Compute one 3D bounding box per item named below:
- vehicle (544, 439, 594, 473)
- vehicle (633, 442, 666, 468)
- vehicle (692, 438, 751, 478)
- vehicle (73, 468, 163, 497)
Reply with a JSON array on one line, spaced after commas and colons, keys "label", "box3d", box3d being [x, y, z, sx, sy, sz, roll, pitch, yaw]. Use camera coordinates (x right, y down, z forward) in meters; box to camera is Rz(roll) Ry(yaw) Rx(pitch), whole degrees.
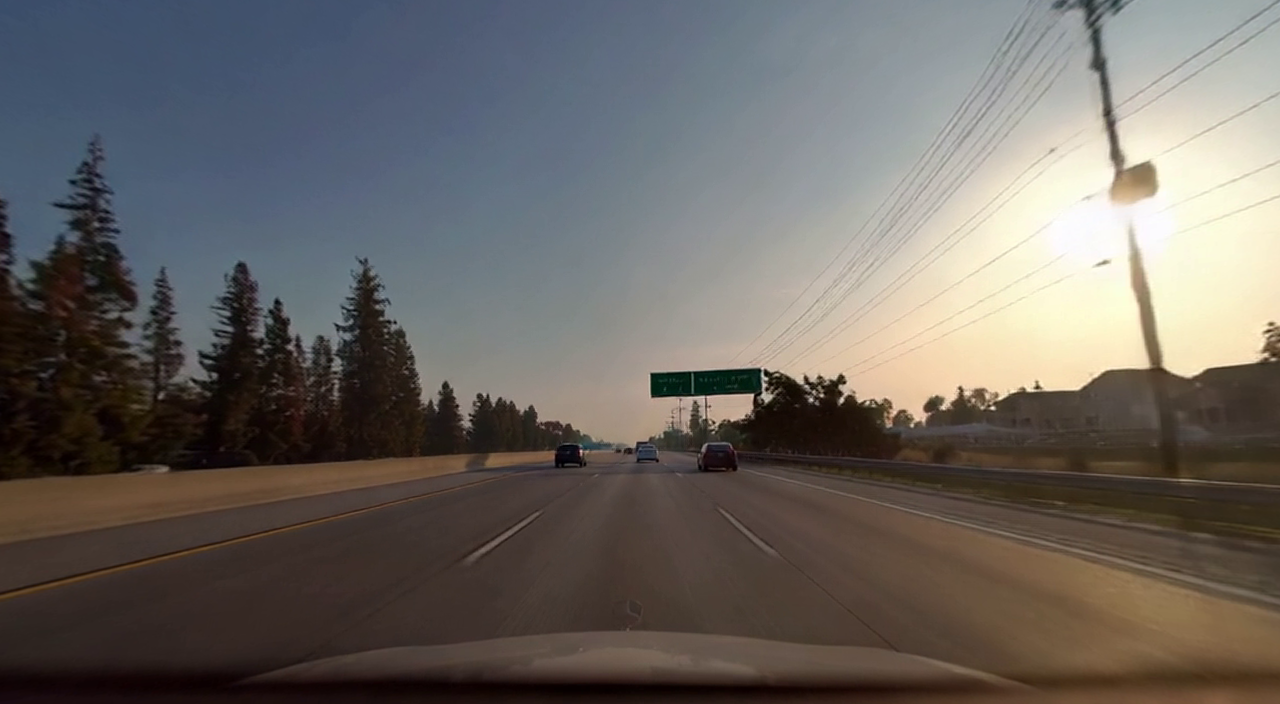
[{"label": "vehicle", "box3d": [-3.932, 5.831, 35.751, 2.217, 1.773, 4.553, 0, -8, 1]}, {"label": "vehicle", "box3d": [0.603, 6.777, 41.863, 2.049, 1.620, 4.153, 0, -8, 0]}, {"label": "vehicle", "box3d": [3.438, 4.540, 27.232, 1.996, 1.579, 3.841, 0, -8, -1]}, {"label": "vehicle", "box3d": [-35.224, 8.805, 42.789, 1.944, 1.663, 4.832, 0, -8, 0]}]
